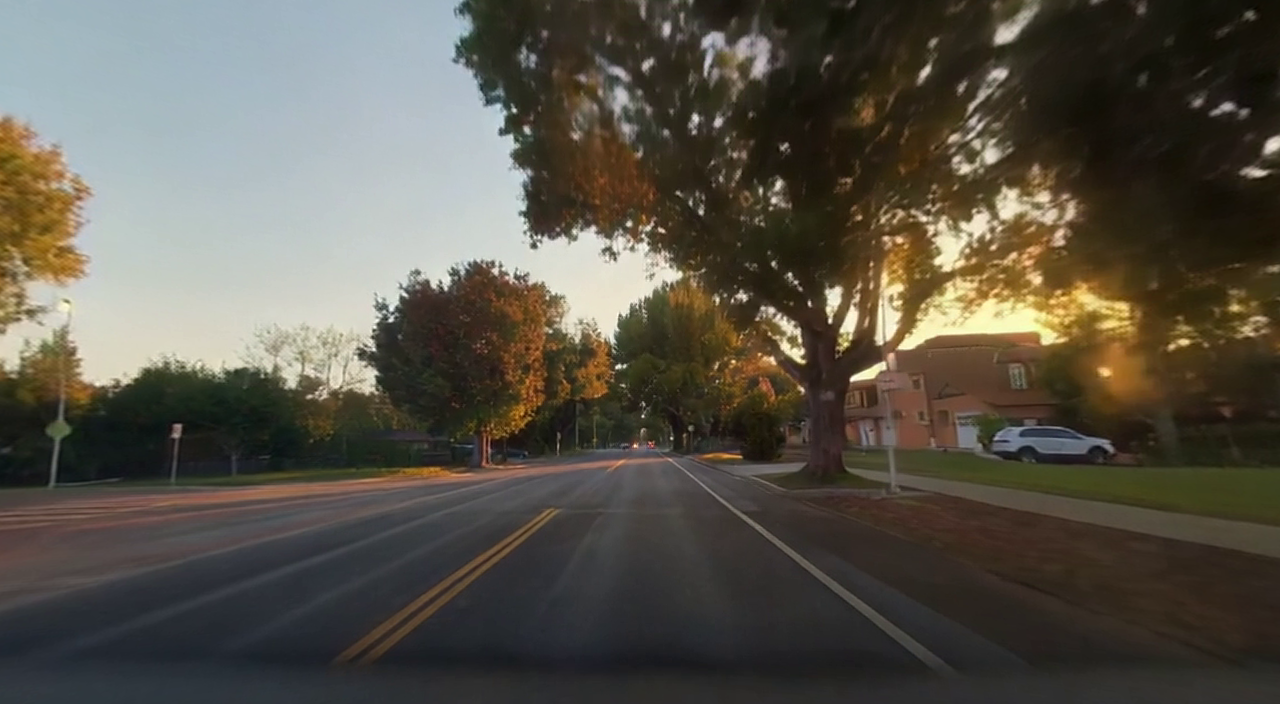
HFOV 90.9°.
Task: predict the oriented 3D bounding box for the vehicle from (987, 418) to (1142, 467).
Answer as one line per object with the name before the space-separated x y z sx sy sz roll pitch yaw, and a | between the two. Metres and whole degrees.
vehicle | 18.273 3.918 27.387 4.978 1.991 2.234 -1 -8 3
